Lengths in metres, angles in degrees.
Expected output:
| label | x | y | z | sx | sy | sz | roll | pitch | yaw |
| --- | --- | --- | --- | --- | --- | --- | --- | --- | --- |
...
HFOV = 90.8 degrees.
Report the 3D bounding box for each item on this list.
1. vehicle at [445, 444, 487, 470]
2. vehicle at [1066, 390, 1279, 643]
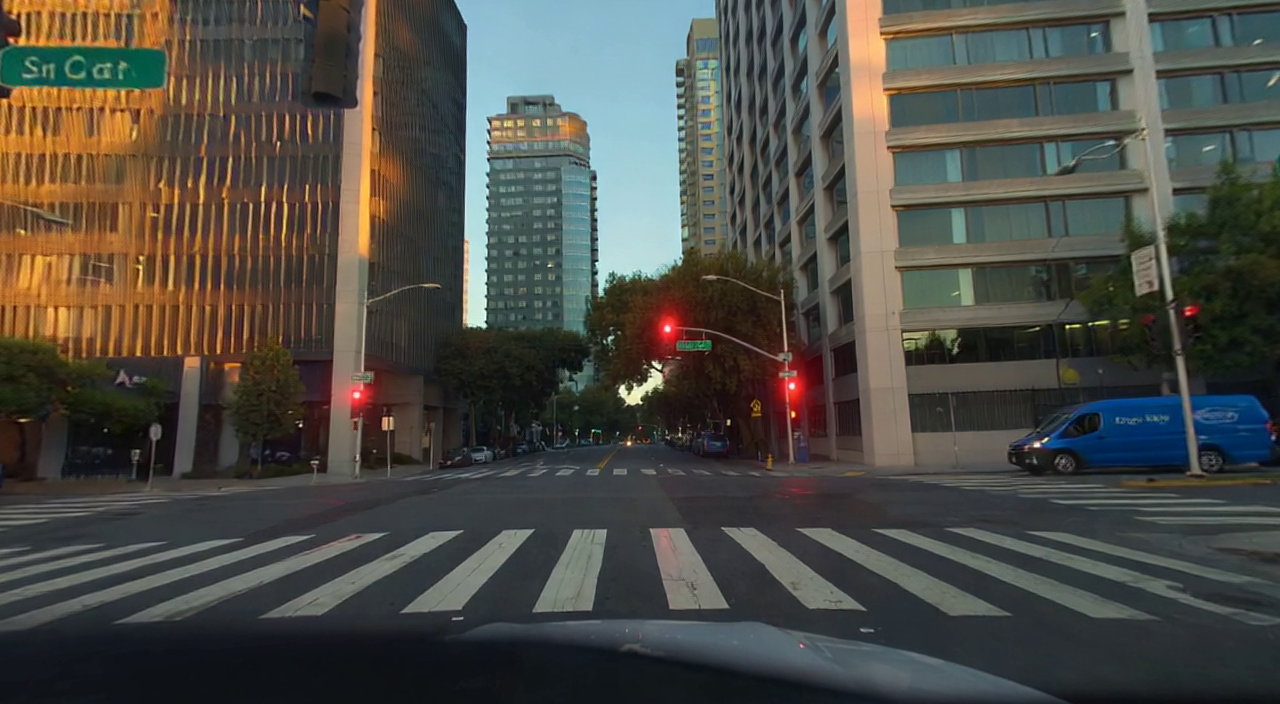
| label | x | y | z | sx | sy | sz | roll | pitch | yaw |
| --- | --- | --- | --- | --- | --- | --- | --- | --- | --- |
| vehicle | -12.428 | 7.504 | 45.385 | 1.935 | 1.639 | 4.244 | -3 | -8 | -2 |
| vehicle | 5.654 | 1.135 | 4.240 | 2.070 | 1.804 | 4.881 | 0 | -8 | -1 |
